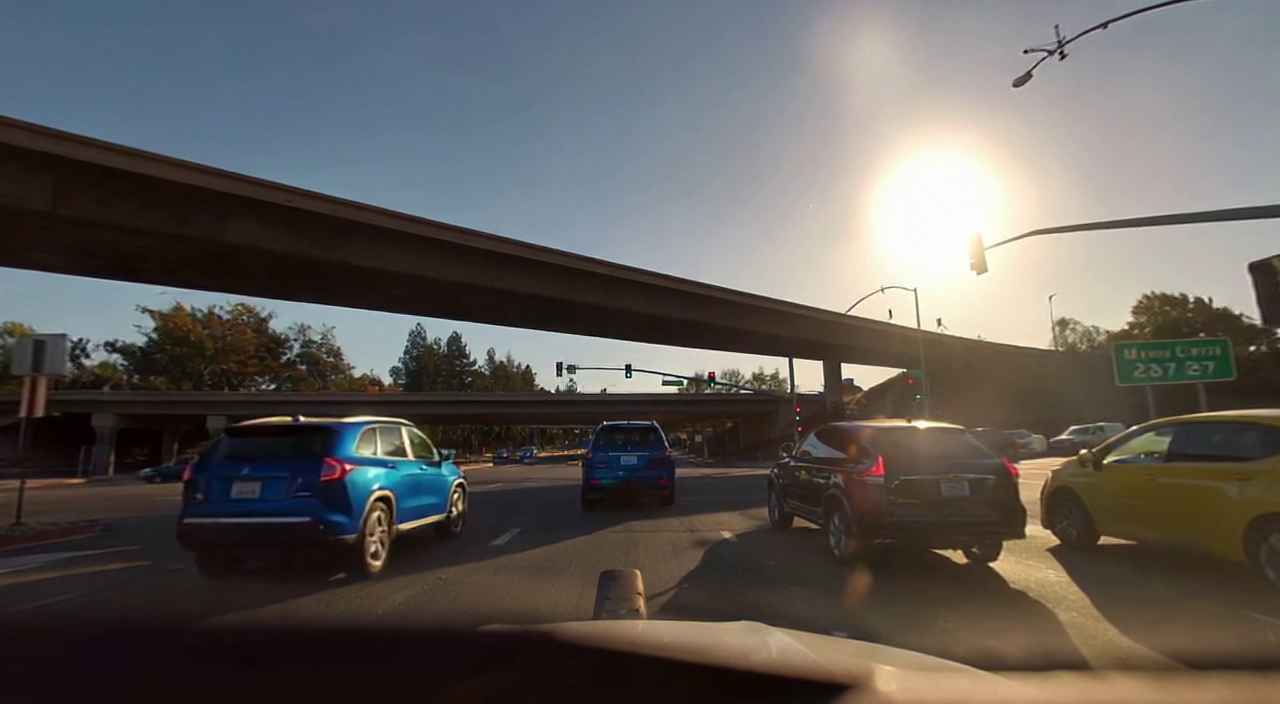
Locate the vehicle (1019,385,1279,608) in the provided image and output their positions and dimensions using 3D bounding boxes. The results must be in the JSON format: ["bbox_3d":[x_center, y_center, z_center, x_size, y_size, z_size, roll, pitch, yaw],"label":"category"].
[{"bbox_3d":[6.218,1.351,6.370,2.074,1.785,4.320,0,-8,0],"label":"vehicle"}]

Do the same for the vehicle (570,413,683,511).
[{"bbox_3d":[-0.349,2.623,15.498,2.342,2.026,4.642,0,-8,-2],"label":"vehicle"}]

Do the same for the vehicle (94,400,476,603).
[{"bbox_3d":[-3.749,1.661,7.978,2.060,1.768,4.681,0,-8,0],"label":"vehicle"}]
